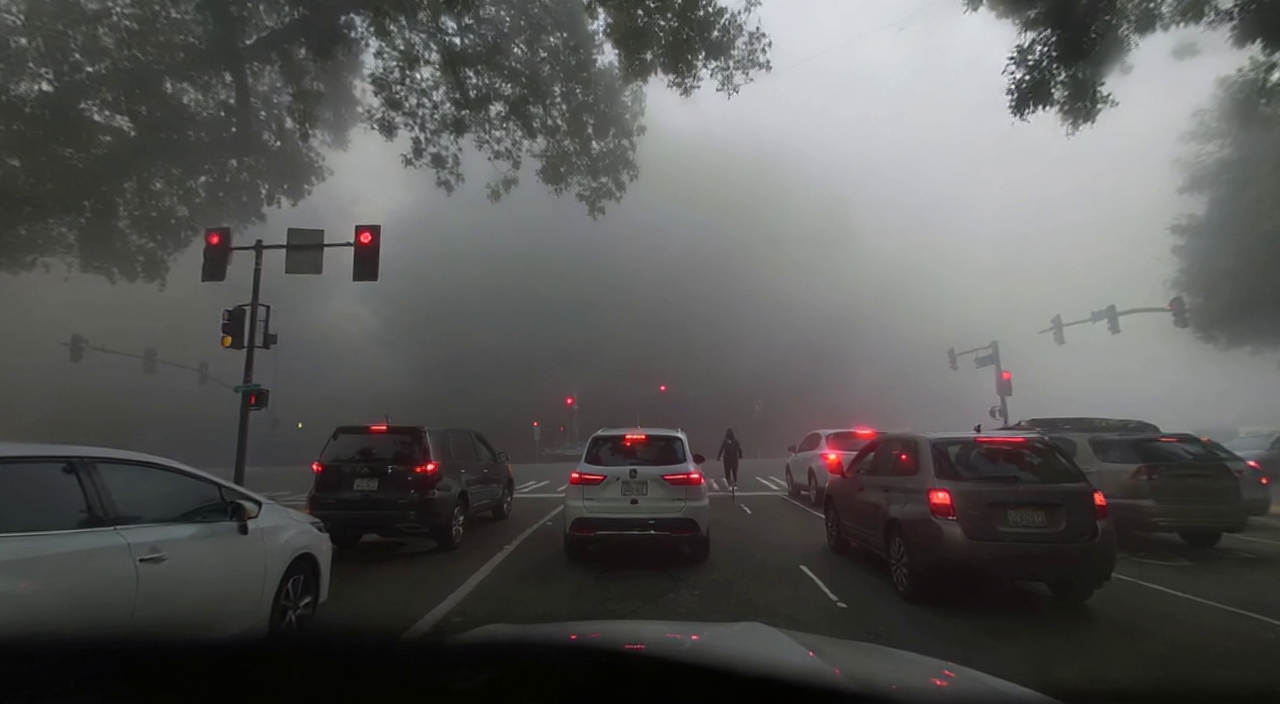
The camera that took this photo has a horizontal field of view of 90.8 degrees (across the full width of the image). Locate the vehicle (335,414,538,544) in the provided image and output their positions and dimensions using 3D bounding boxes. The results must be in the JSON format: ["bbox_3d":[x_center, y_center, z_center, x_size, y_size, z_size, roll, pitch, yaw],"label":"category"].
[{"bbox_3d":[-3.221,2.119,11.165,2.048,1.805,4.405,0,-8,1],"label":"vehicle"}]

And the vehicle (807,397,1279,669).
[{"bbox_3d":[3.231,1.444,6.193,2.006,1.659,4.462,0,-8,1],"label":"vehicle"}]

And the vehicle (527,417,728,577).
[{"bbox_3d":[-0.097,1.799,8.551,2.106,1.655,3.717,0,-8,1],"label":"vehicle"}]

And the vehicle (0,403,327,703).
[{"bbox_3d":[-3.347,0.947,2.365,1.863,1.495,4.667,0,-8,2],"label":"vehicle"}]
